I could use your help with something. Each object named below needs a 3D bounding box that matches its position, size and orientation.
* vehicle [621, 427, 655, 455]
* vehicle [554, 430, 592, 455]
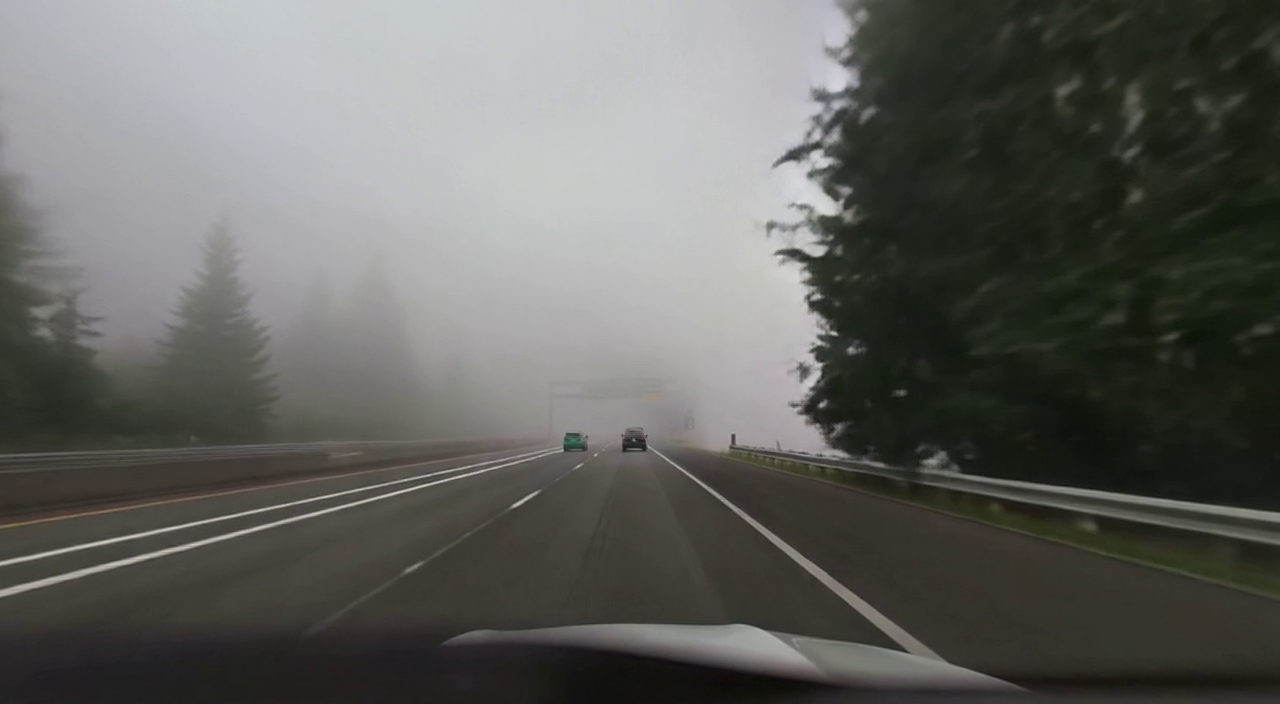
[{"bbox_3d":[-0.149,5.965,42.385,2.170,1.790,4.490,0,-8,-1],"label":"vehicle"},{"bbox_3d":[-4.462,6.061,42.432,2.055,1.610,4.116,0,-8,0],"label":"vehicle"}]
